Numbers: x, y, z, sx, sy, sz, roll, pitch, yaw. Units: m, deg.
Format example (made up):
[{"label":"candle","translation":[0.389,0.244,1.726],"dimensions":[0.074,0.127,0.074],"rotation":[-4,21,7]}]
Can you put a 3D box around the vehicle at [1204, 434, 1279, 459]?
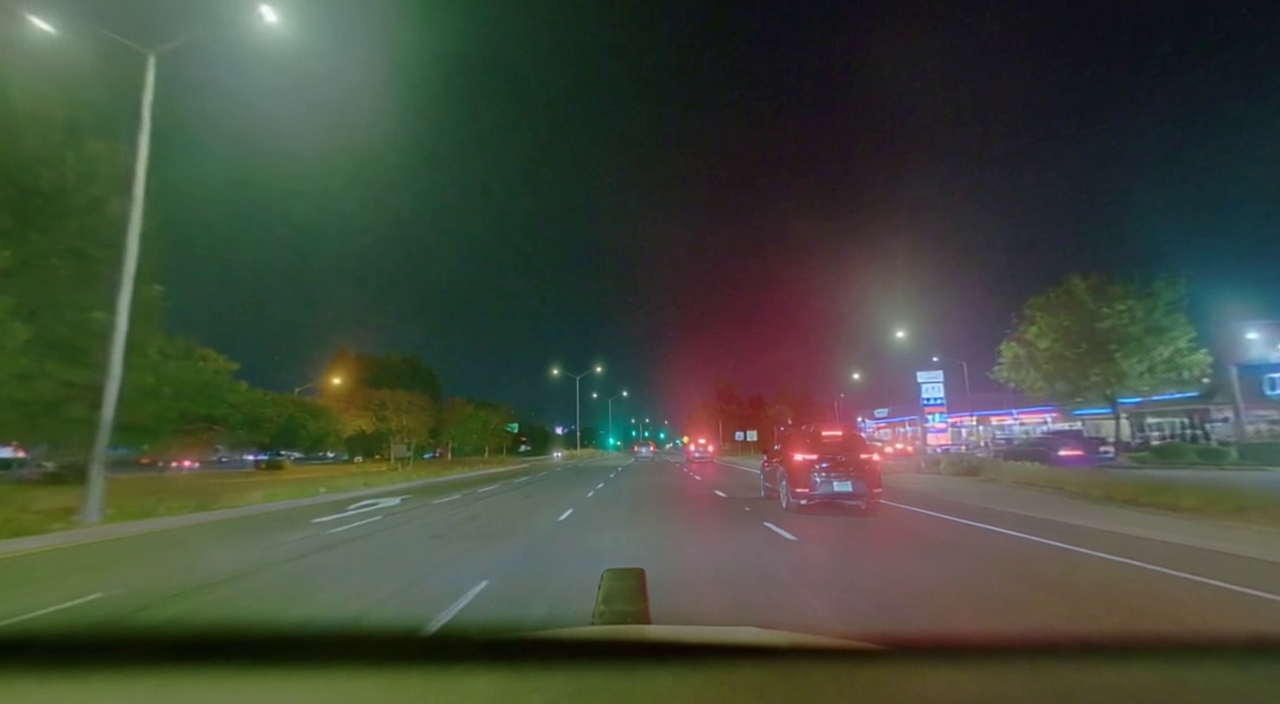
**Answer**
[{"label":"vehicle","translation":[38.090,5.863,38.992],"dimensions":[2.007,1.469,4.518],"rotation":[8,-12,-44]}]

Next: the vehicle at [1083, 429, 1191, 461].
[{"label":"vehicle","translation":[30.370,5.724,38.642],"dimensions":[2.038,1.770,4.755],"rotation":[7,-12,-42]}]

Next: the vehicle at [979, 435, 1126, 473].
[{"label":"vehicle","translation":[17.007,4.218,26.164],"dimensions":[4.685,1.478,1.849],"rotation":[-1,-9,2]}]

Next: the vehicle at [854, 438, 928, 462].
[{"label":"vehicle","translation":[17.282,6.753,43.543],"dimensions":[4.233,1.562,2.143],"rotation":[0,-9,1]}]

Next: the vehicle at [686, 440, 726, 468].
[{"label":"vehicle","translation":[4.133,6.439,39.937],"dimensions":[2.007,1.683,4.171],"rotation":[0,-9,-1]}]

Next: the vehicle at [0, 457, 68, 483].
[{"label":"vehicle","translation":[-44.604,8.534,45.531],"dimensions":[4.408,1.629,2.141],"rotation":[-3,-9,-2]}]
